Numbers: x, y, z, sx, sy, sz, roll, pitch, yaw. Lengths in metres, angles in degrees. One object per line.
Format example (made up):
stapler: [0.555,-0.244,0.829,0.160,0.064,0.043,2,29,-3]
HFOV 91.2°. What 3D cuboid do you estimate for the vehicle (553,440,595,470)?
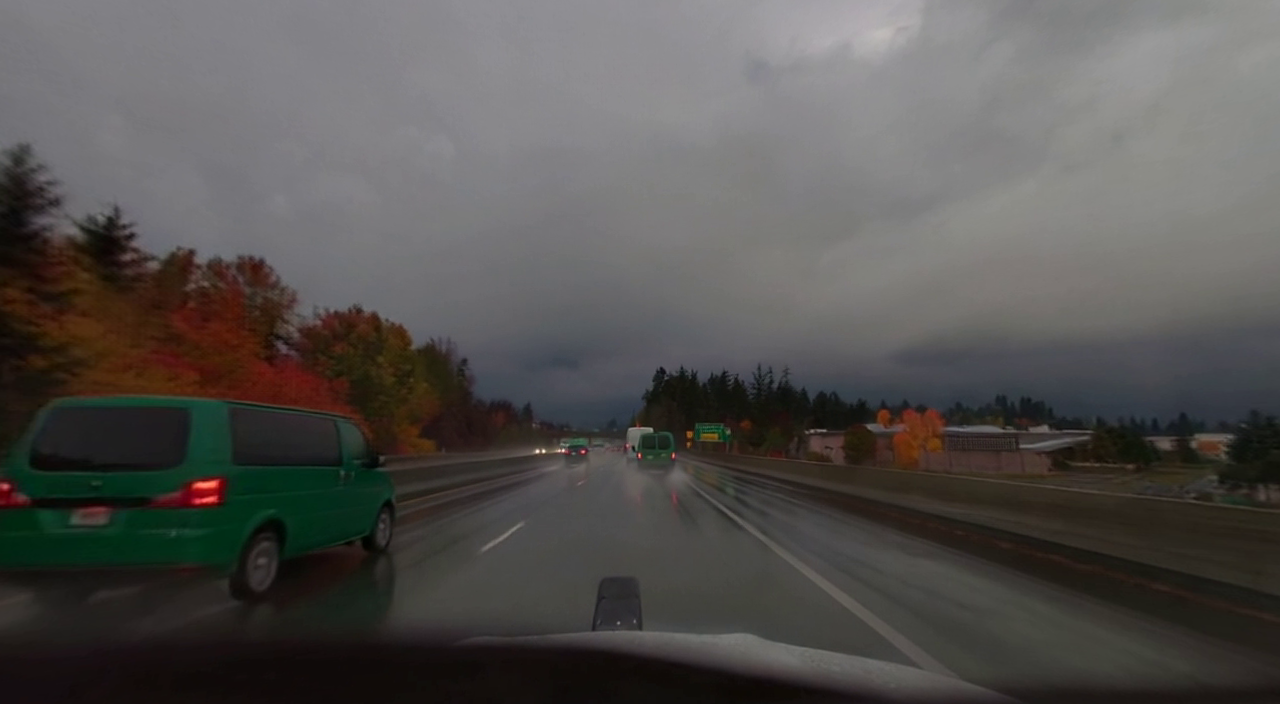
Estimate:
vehicle: [-3.936,6.245,38.073,2.088,1.688,4.365,0,-9,-1]

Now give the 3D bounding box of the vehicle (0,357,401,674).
vehicle: [-3.887,1.218,5.563,2.021,1.790,3.907,0,-9,-1]

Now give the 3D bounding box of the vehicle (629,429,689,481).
vehicle: [0.669,4.195,25.722,2.179,1.930,4.538,0,-9,-2]
